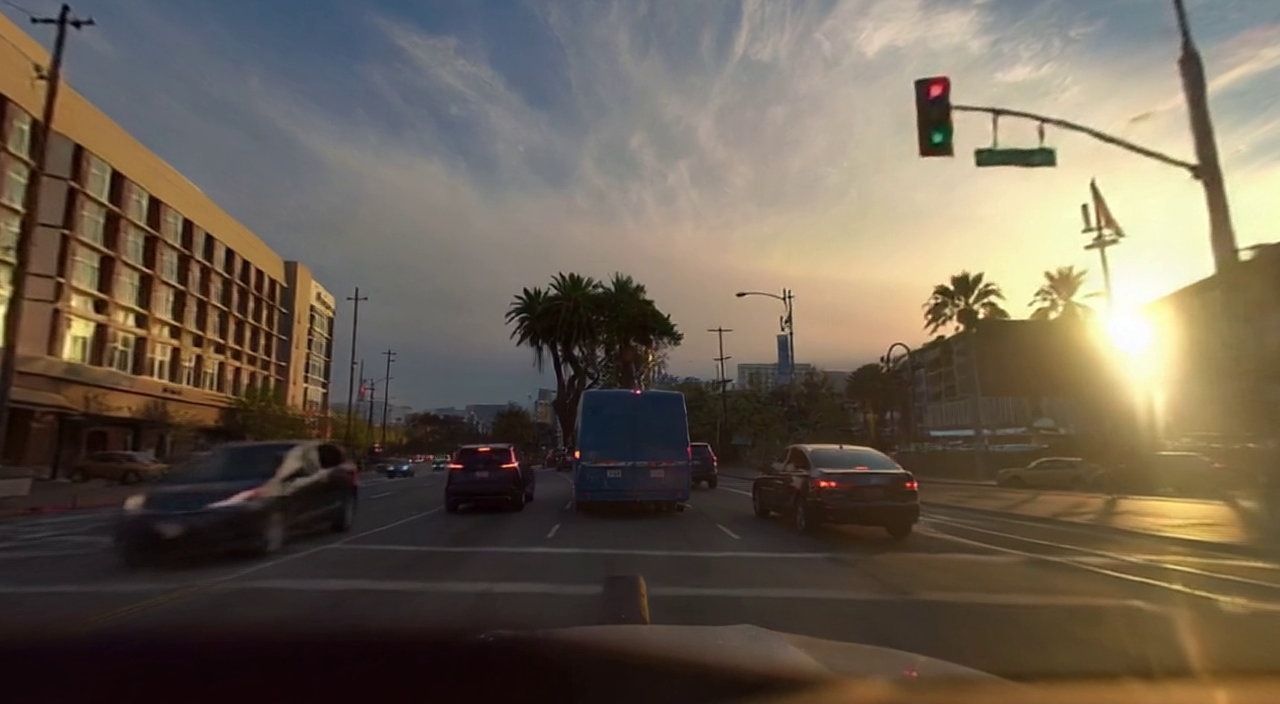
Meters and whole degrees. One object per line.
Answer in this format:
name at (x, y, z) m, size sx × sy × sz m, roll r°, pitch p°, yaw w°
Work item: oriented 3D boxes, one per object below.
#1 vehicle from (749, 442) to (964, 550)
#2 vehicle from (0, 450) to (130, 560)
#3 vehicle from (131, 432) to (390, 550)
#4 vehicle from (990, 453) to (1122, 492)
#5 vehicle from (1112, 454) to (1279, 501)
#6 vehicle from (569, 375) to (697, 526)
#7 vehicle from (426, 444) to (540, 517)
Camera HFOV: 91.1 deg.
vehicle at (3.519, 2.411, 11.361) m, size 1.978 × 1.507 × 4.636 m, roll 0°, pitch -9°, yaw -4°
vehicle at (-9.863, 2.166, 8.869) m, size 1.873 × 1.510 × 4.151 m, roll 0°, pitch -8°, yaw -2°
vehicle at (-6.419, 2.356, 11.408) m, size 2.165 × 1.690 × 4.322 m, roll 0°, pitch -9°, yaw -3°
vehicle at (18.914, 5.445, 28.805) m, size 1.942 × 1.583 × 4.579 m, roll 4°, pitch -9°, yaw -24°
vehicle at (21.227, 4.711, 24.007) m, size 1.819 × 1.498 × 4.664 m, roll 4°, pitch -9°, yaw -26°
vehicle at (-0.455, 2.373, 15.496) m, size 2.517 × 2.926 × 6.177 m, roll 1°, pitch -9°, yaw -6°
vehicle at (-3.797, 3.139, 16.000) m, size 2.033 × 1.555 × 4.408 m, roll 0°, pitch -9°, yaw -4°
